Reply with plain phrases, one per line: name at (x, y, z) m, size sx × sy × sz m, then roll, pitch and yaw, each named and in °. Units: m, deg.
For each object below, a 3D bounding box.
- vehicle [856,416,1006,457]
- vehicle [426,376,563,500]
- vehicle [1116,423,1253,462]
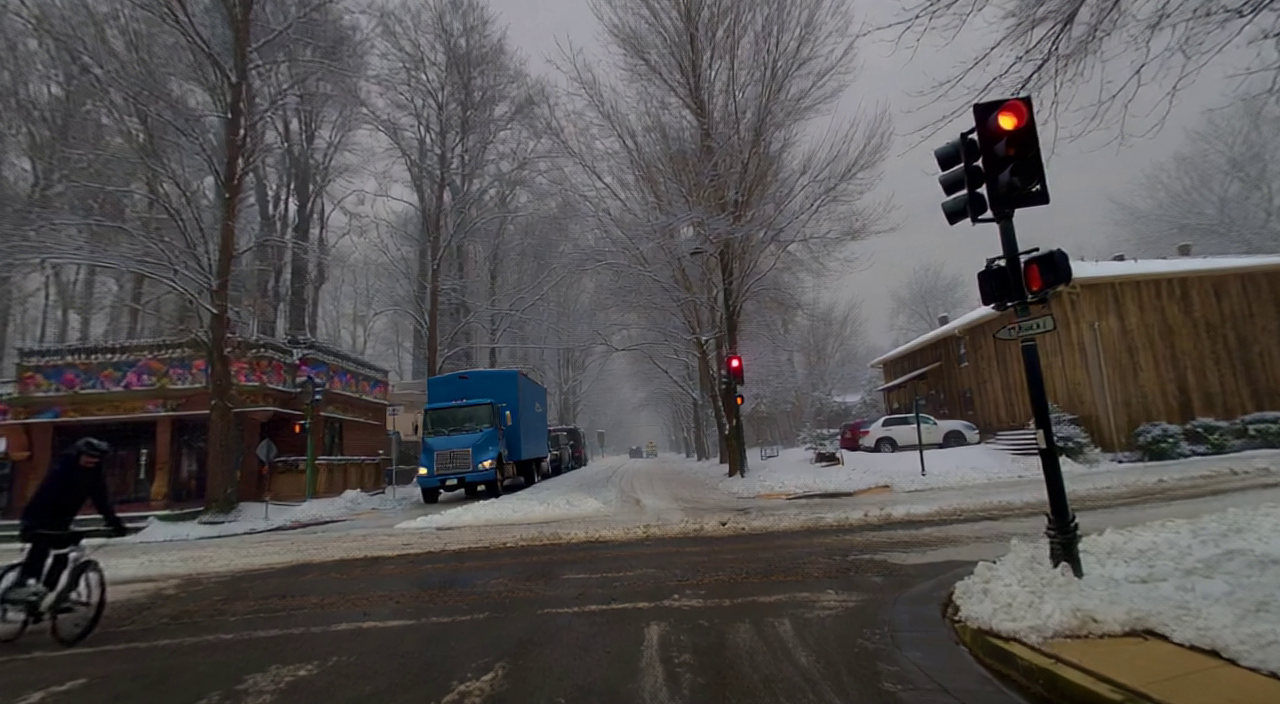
vehicle at (10.678, 3.143, 23.424) m, size 4.643 × 1.456 × 1.820 m, roll -1°, pitch -8°, yaw 5°
vehicle at (-5.738, 3.725, 27.166) m, size 3.113 × 4.041 × 10.284 m, roll -6°, pitch -8°, yaw 0°
vehicle at (24.944, 4.161, 29.020) m, size 4.268 × 1.695 × 2.053 m, roll 0°, pitch -8°, yaw 3°
